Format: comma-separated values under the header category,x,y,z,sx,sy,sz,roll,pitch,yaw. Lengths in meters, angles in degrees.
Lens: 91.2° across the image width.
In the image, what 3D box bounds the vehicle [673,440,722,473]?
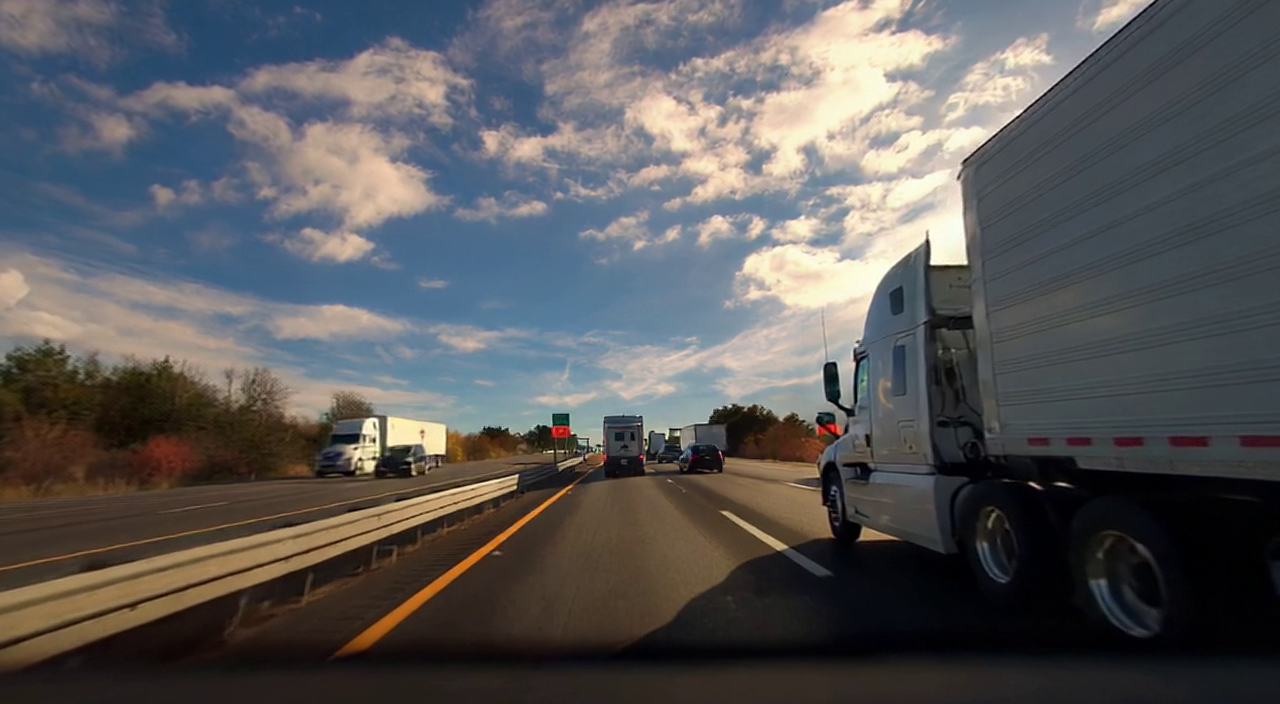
category,x,y,z,sx,sy,sz,roll,pitch,yaw
vehicle,2.993,5.563,33.491,2.127,1.642,3.899,0,-9,-1

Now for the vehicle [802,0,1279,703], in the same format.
category,x,y,z,sx,sy,sz,roll,pitch,yaw
vehicle,3.856,-0.131,3.368,2.972,4.007,10.643,0,-9,-1

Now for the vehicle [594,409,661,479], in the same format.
category,x,y,z,sx,sy,sz,roll,pitch,yaw
vehicle,-0.404,4.146,28.083,2.506,2.743,6.093,-1,-9,3

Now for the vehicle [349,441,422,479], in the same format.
category,x,y,z,sx,sy,sz,roll,pitch,yaw
vehicle,-13.674,5.808,34.008,2.044,1.914,4.638,0,-9,0

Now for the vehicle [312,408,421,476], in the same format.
category,x,y,z,sx,sy,sz,roll,pitch,yaw
vehicle,-18.345,6.263,43.151,3.003,4.059,10.427,0,-9,-2
